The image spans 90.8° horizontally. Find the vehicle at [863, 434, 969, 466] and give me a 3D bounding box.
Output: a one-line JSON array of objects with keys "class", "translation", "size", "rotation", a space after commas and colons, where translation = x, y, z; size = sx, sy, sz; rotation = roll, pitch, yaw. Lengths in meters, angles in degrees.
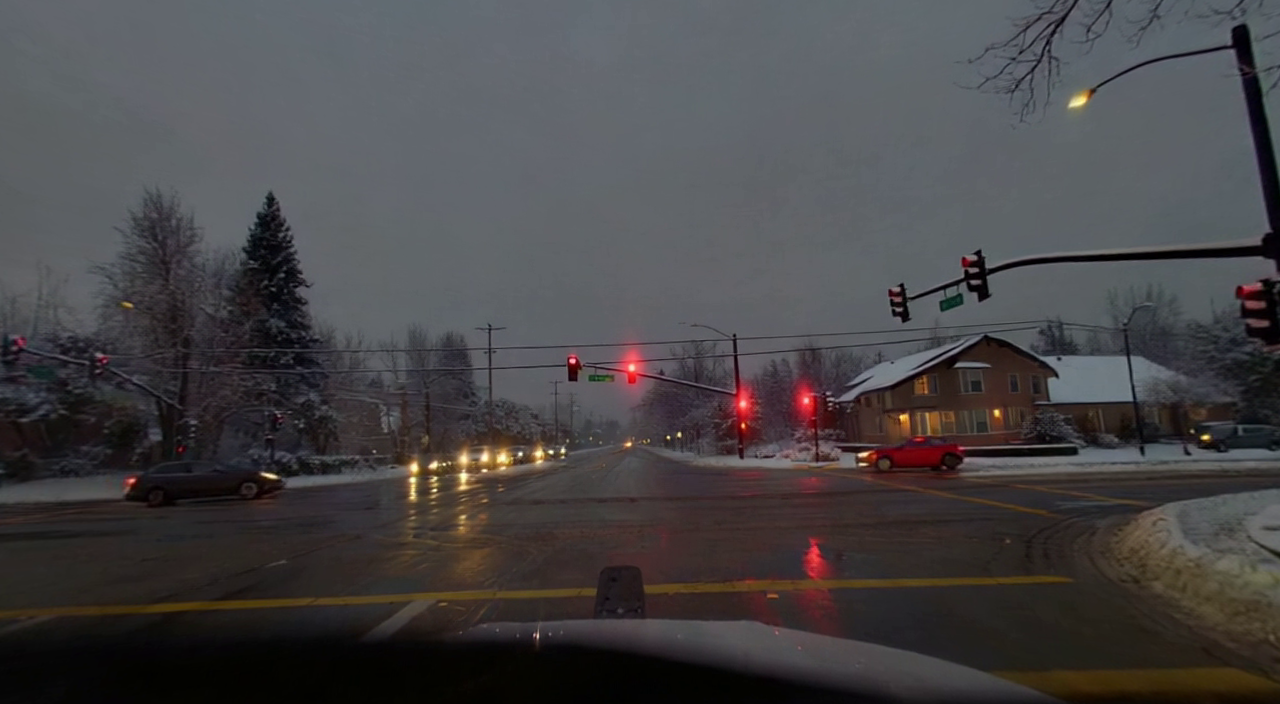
[{"class": "vehicle", "translation": [14.430, 5.147, 33.131], "size": [4.873, 1.539, 1.932], "rotation": [-4, -9, 25]}]

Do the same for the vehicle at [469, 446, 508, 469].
[{"class": "vehicle", "translation": [-10.704, 7.461, 44.759], "size": [1.881, 1.509, 3.377], "rotation": [0, -9, 1]}]

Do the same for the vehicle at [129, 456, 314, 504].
[{"class": "vehicle", "translation": [-13.993, 4.279, 21.331], "size": [4.823, 1.449, 2.017], "rotation": [-1, -9, 2]}]

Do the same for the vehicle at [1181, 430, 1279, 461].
[{"class": "vehicle", "translation": [31.318, 4.886, 33.022], "size": [4.318, 1.488, 1.870], "rotation": [0, -9, -1]}]
